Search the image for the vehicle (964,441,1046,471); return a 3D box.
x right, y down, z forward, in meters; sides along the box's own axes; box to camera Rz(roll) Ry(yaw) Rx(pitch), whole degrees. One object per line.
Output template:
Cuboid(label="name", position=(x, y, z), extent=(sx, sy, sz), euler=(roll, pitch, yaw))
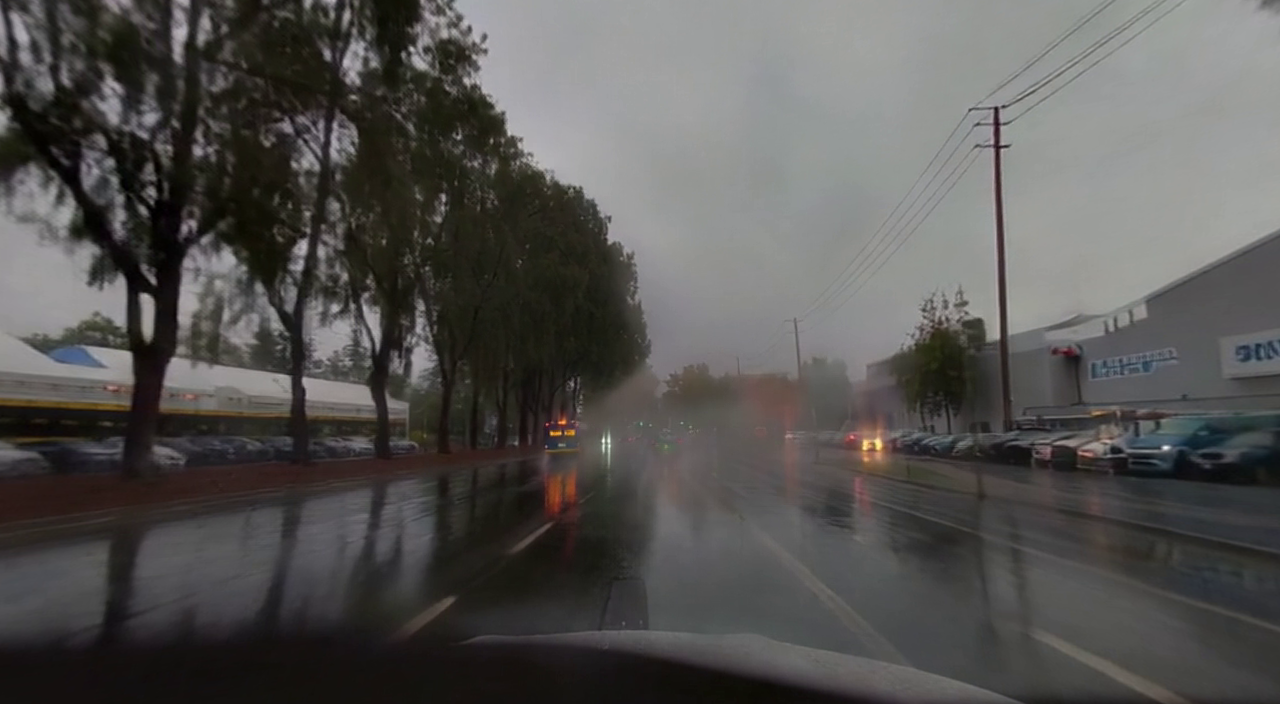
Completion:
Cuboid(label="vehicle", position=(19.672, 5.607, 34.252), extent=(1.849, 1.466, 4.831), euler=(-1, -9, 4))

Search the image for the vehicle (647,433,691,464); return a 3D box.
Cuboid(label="vehicle", position=(1.469, 5.044, 32.890), extent=(2.123, 1.498, 4.226), euler=(0, -9, 1))

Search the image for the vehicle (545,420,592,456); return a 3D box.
Cuboid(label="vehicle", position=(-5.285, 6.559, 47.817), extent=(2.485, 2.556, 6.363), euler=(-1, -9, 3))

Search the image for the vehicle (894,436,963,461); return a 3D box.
Cuboid(label="vehicle", position=(20.294, 6.816, 44.691), extent=(2.229, 1.661, 5.991), euler=(0, -9, 2))
